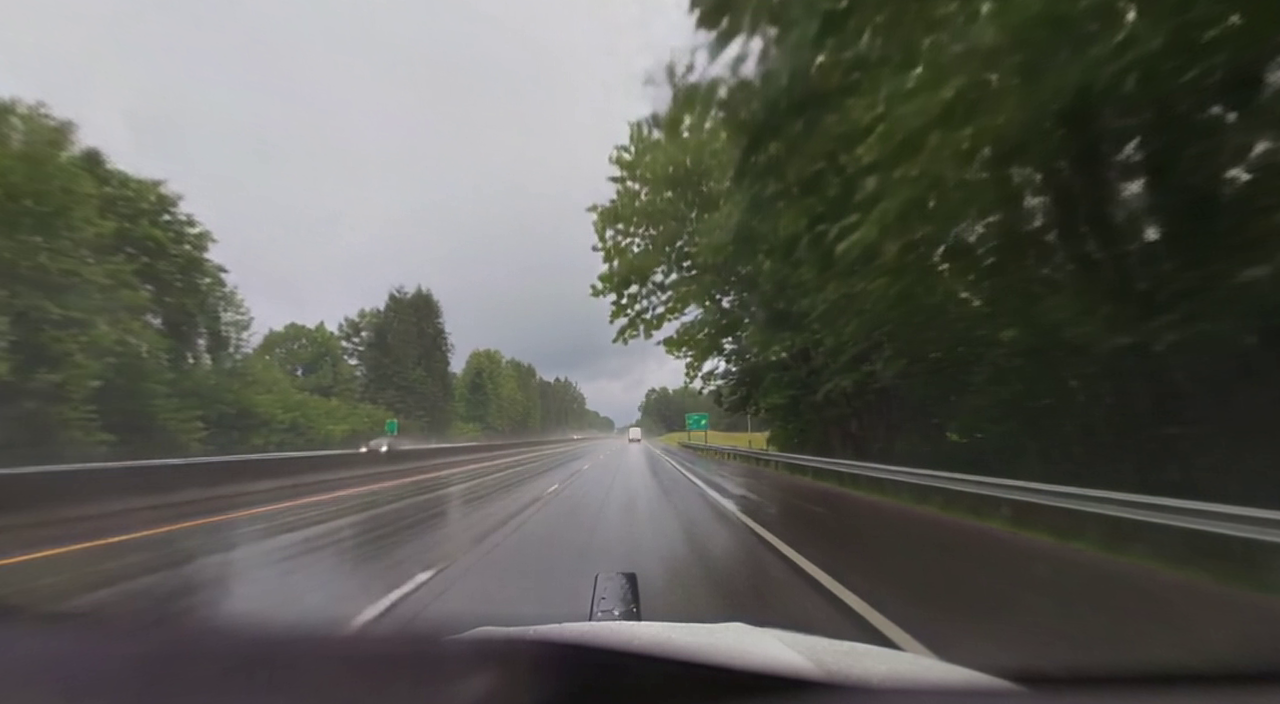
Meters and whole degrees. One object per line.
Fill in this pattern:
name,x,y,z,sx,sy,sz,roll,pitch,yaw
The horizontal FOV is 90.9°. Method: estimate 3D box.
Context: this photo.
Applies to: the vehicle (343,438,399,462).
vehicle,-17.662,6.414,41.553,1.904,1.469,4.186,0,-8,-1
